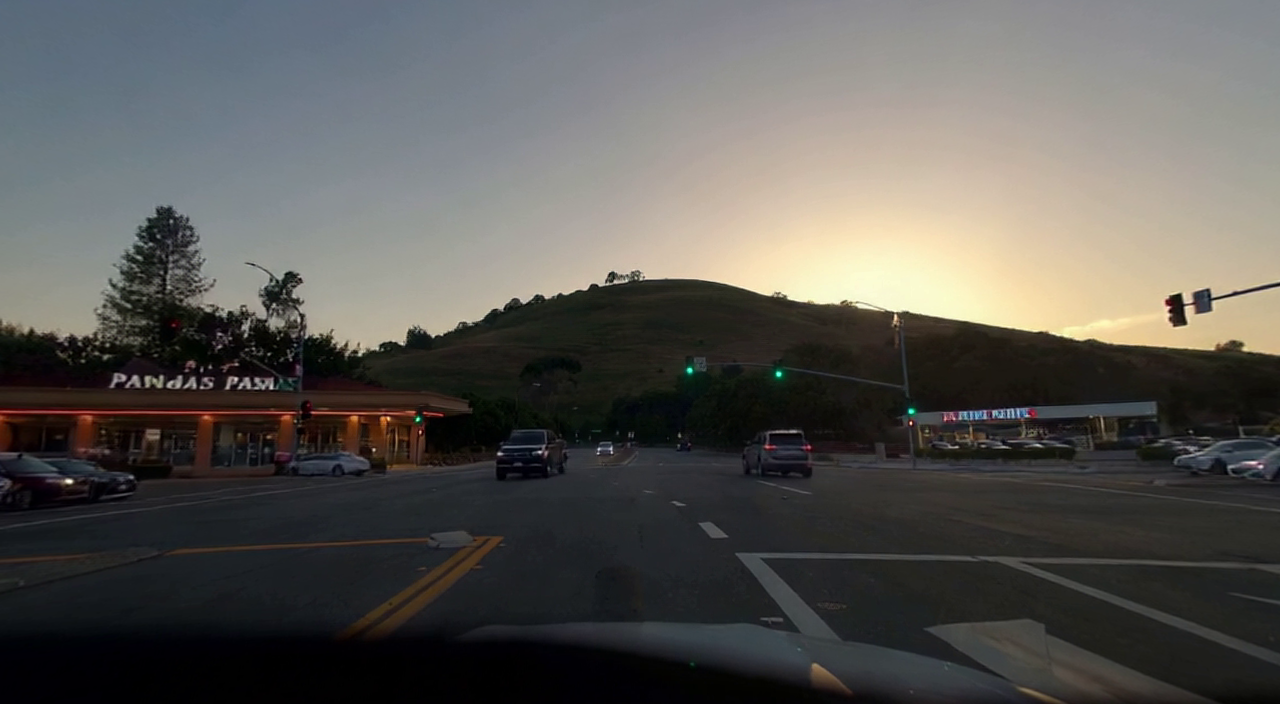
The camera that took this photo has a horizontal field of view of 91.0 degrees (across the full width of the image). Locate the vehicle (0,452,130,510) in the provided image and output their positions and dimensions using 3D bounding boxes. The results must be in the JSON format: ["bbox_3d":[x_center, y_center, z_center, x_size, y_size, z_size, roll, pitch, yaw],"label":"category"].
[{"bbox_3d":[-19.767,4.162,20.549,4.440,1.748,2.033,0,-9,1],"label":"vehicle"}]

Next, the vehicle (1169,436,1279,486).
[{"bbox_3d":[25.076,4.463,26.047,4.546,1.944,2.051,1,-9,-5],"label":"vehicle"}]

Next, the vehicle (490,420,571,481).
[{"bbox_3d":[-4.549,4.245,27.309,2.318,2.325,5.910,0,-8,1],"label":"vehicle"}]

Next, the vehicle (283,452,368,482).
[{"bbox_3d":[-19.008,6.901,38.054,4.336,1.706,2.069,5,-10,-30],"label":"vehicle"}]

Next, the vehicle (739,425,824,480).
[{"bbox_3d":[6.170,4.470,28.171,2.388,2.201,5.139,0,-9,-3],"label":"vehicle"}]
